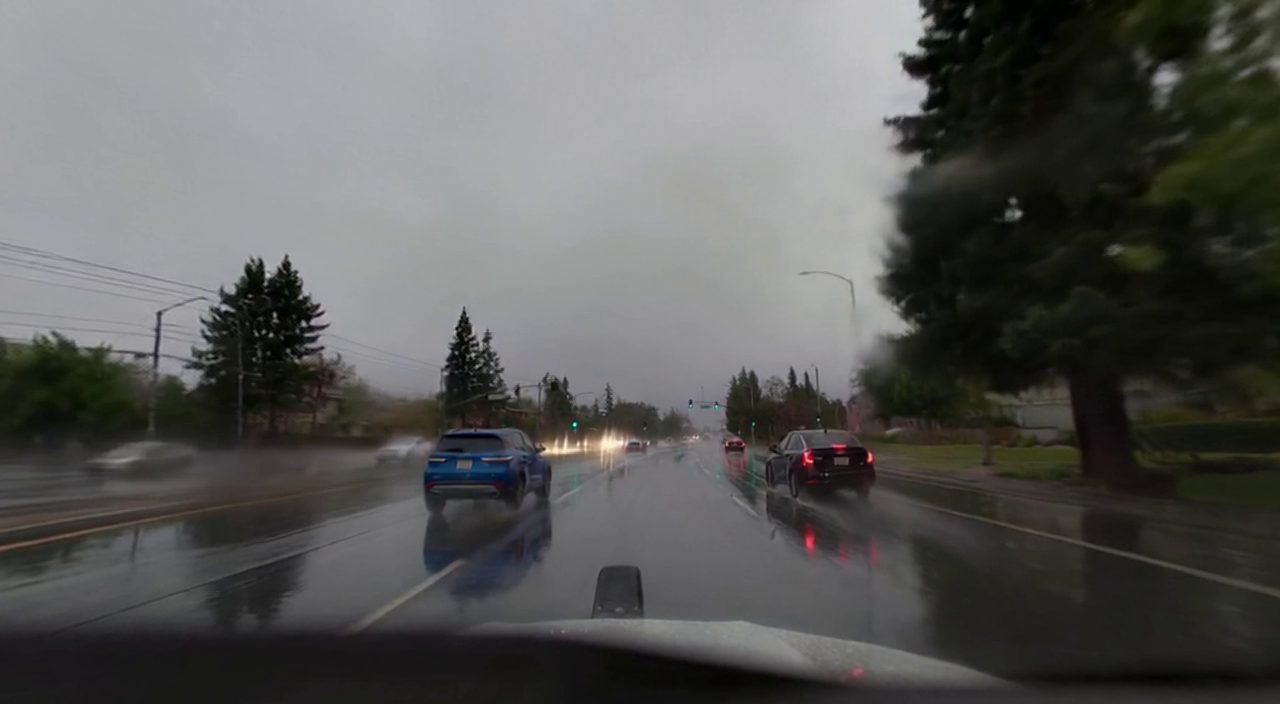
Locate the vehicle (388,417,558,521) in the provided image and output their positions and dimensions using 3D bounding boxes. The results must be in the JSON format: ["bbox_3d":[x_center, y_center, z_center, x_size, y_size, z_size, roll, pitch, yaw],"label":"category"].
[{"bbox_3d":[-3.061,2.269,12.785,2.045,1.688,4.632,0,-8,2],"label":"vehicle"}]

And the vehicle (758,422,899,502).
[{"bbox_3d":[4.343,2.627,15.437,2.132,1.659,4.387,0,-8,1],"label":"vehicle"}]

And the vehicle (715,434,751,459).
[{"bbox_3d":[6.559,6.726,44.885,2.169,1.669,4.037,-1,-8,4],"label":"vehicle"}]

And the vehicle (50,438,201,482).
[{"bbox_3d":[-18.934,3.964,23.554,1.821,1.463,4.363,-1,-8,3],"label":"vehicle"}]
